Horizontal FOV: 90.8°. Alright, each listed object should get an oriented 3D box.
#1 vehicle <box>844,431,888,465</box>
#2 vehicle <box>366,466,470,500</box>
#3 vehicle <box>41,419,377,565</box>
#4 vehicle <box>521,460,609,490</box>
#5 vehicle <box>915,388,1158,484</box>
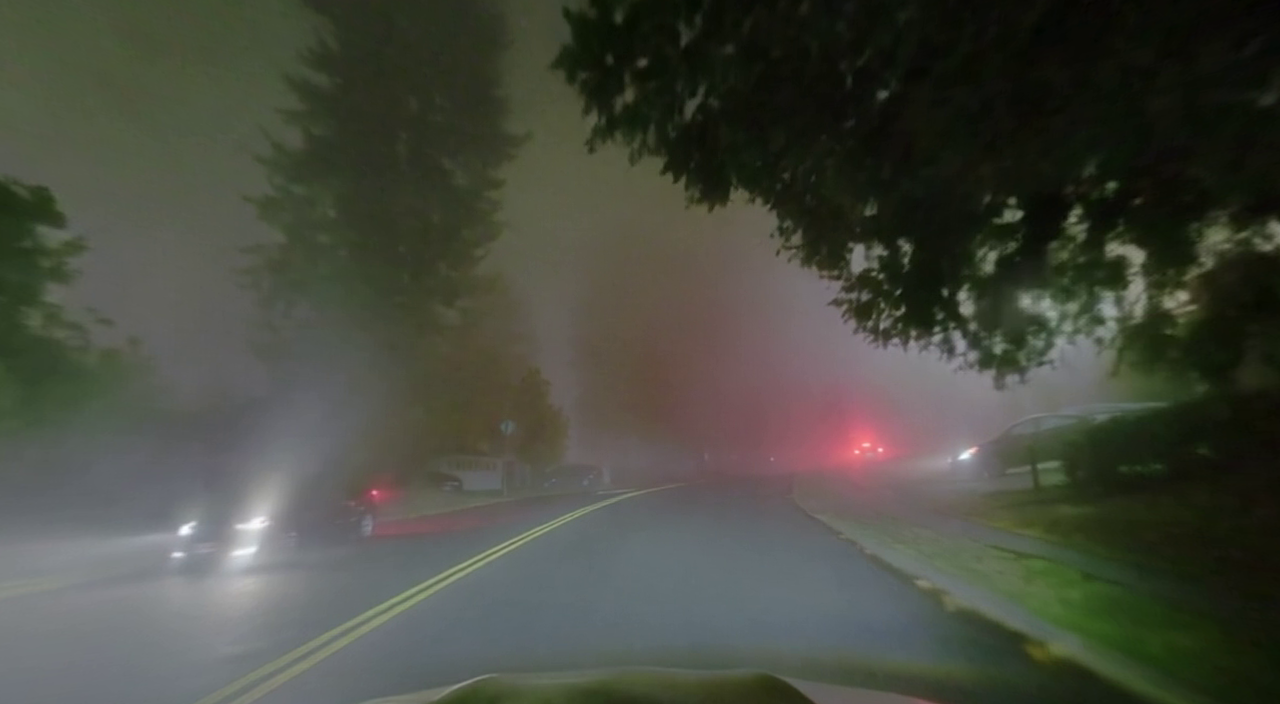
[{"bbox_3d":[13.701,5.801,38.505,2.163,1.885,4.804,-3,-8,16],"label":"vehicle"},{"bbox_3d":[-10.307,6.095,29.524,4.175,1.492,1.845,0,-10,0],"label":"vehicle"},{"bbox_3d":[-6.251,2.414,9.982,1.963,1.539,4.210,-3,-22,6],"label":"vehicle"},{"bbox_3d":[-5.140,8.549,43.884,5.643,1.759,2.110,-2,-19,9],"label":"vehicle"},{"bbox_3d":[10.160,2.232,16.540,4.740,1.638,2.018,-4,-24,-1],"label":"vehicle"}]
